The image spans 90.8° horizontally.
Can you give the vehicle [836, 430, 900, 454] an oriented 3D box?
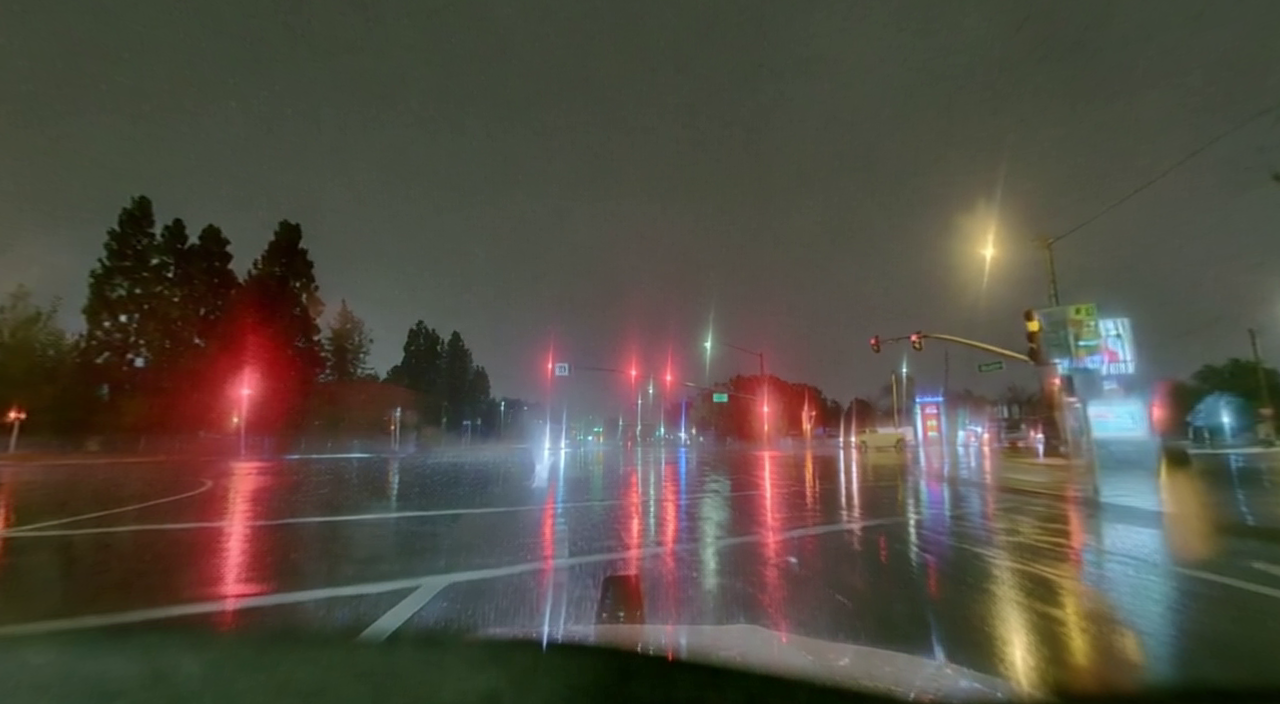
[{"bbox_3d":[17.656,6.958,48.853,4.600,1.783,1.970,4,-9,-26],"label":"vehicle"}]
